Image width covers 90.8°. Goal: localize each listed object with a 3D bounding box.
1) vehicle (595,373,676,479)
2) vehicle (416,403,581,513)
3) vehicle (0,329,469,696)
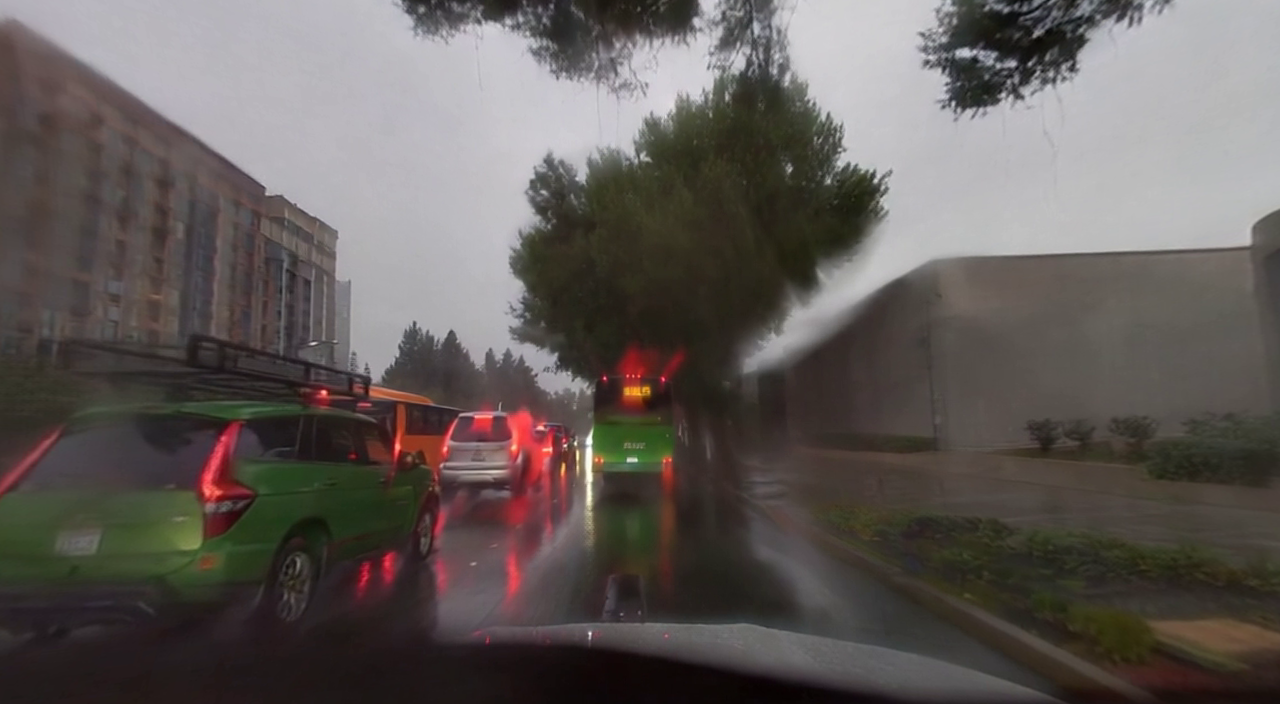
[{"bbox_3d":[-0.170,3.619,29.327,2.970,3.857,12.200,0,-9,0],"label":"vehicle"},{"bbox_3d":[-3.051,2.520,15.345,2.546,2.125,5.869,0,-9,1],"label":"vehicle"},{"bbox_3d":[-3.364,1.190,5.847,2.095,1.892,5.043,0,-9,0],"label":"vehicle"}]
